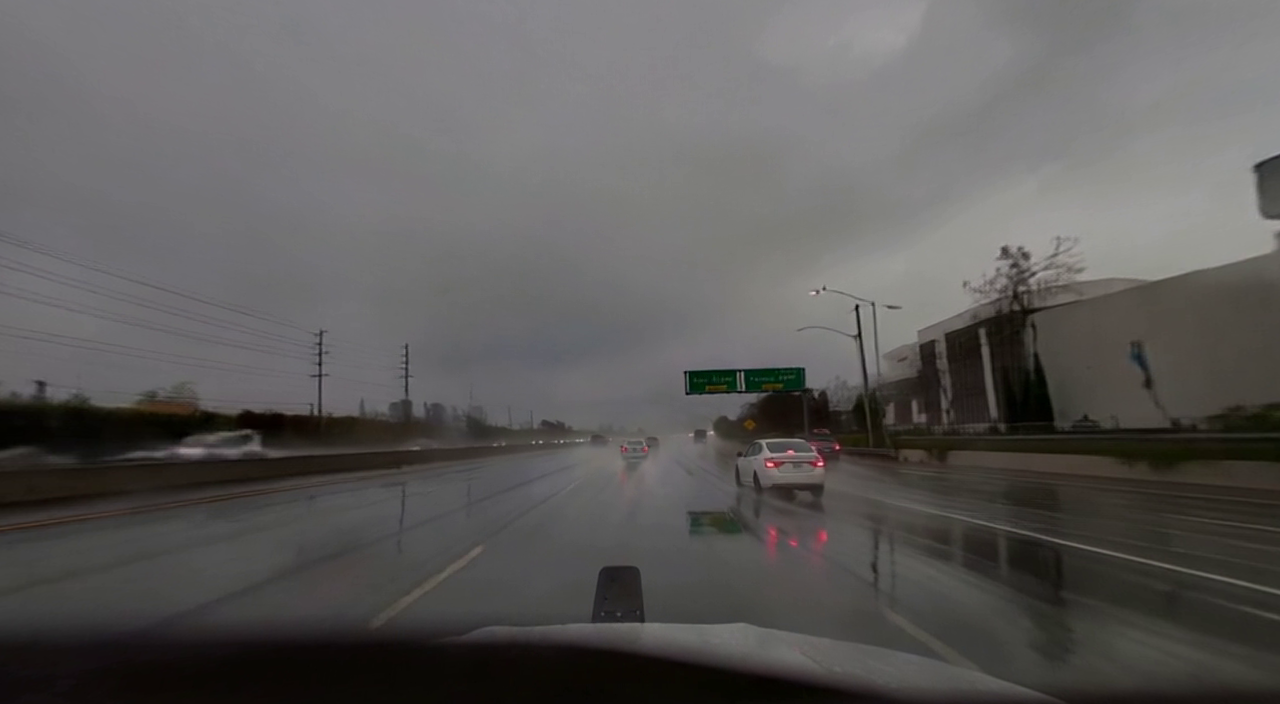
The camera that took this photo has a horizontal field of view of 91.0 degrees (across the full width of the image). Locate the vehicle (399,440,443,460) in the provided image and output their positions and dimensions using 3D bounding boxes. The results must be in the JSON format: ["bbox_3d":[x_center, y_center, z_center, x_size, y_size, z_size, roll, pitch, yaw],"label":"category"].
[{"bbox_3d":[-16.788,7.507,48.404,1.794,1.492,4.245,0,-8,0],"label":"vehicle"}]

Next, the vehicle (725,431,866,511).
[{"bbox_3d":[3.325,2.634,14.510,1.995,1.533,4.463,0,-8,-2],"label":"vehicle"}]

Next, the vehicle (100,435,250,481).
[{"bbox_3d":[-16.666,3.814,22.933,2.015,1.513,4.497,0,-8,0],"label":"vehicle"}]

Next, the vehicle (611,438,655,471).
[{"bbox_3d":[-0.374,5.002,30.981,2.019,1.472,3.971,0,-8,-1],"label":"vehicle"}]
